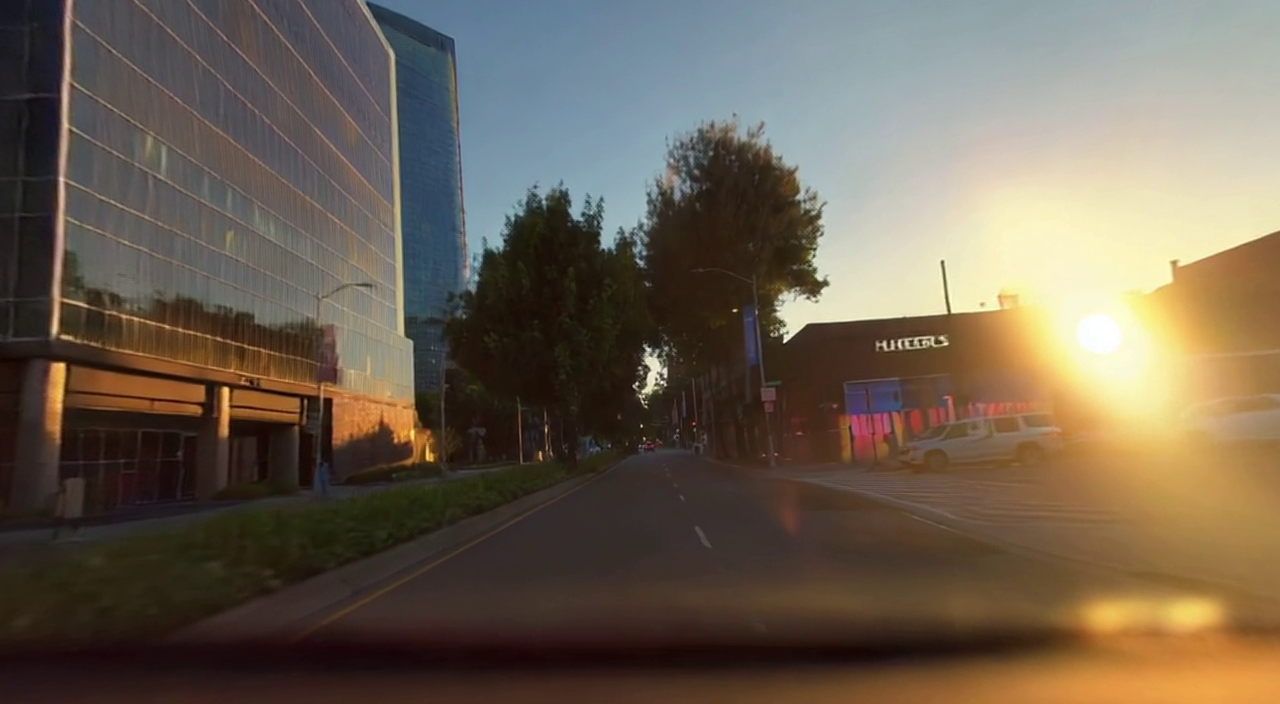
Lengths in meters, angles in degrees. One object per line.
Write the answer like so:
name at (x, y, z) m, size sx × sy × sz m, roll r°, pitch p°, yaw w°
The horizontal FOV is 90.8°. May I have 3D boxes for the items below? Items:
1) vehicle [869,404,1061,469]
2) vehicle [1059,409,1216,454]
vehicle at (9.737, 2.626, 19.403) m, size 4.694 × 1.826 × 2.226 m, roll -2°, pitch -8°, yaw 11°
vehicle at (17.876, 2.950, 23.059) m, size 1.858 × 1.480 × 4.658 m, roll 0°, pitch -8°, yaw -2°
